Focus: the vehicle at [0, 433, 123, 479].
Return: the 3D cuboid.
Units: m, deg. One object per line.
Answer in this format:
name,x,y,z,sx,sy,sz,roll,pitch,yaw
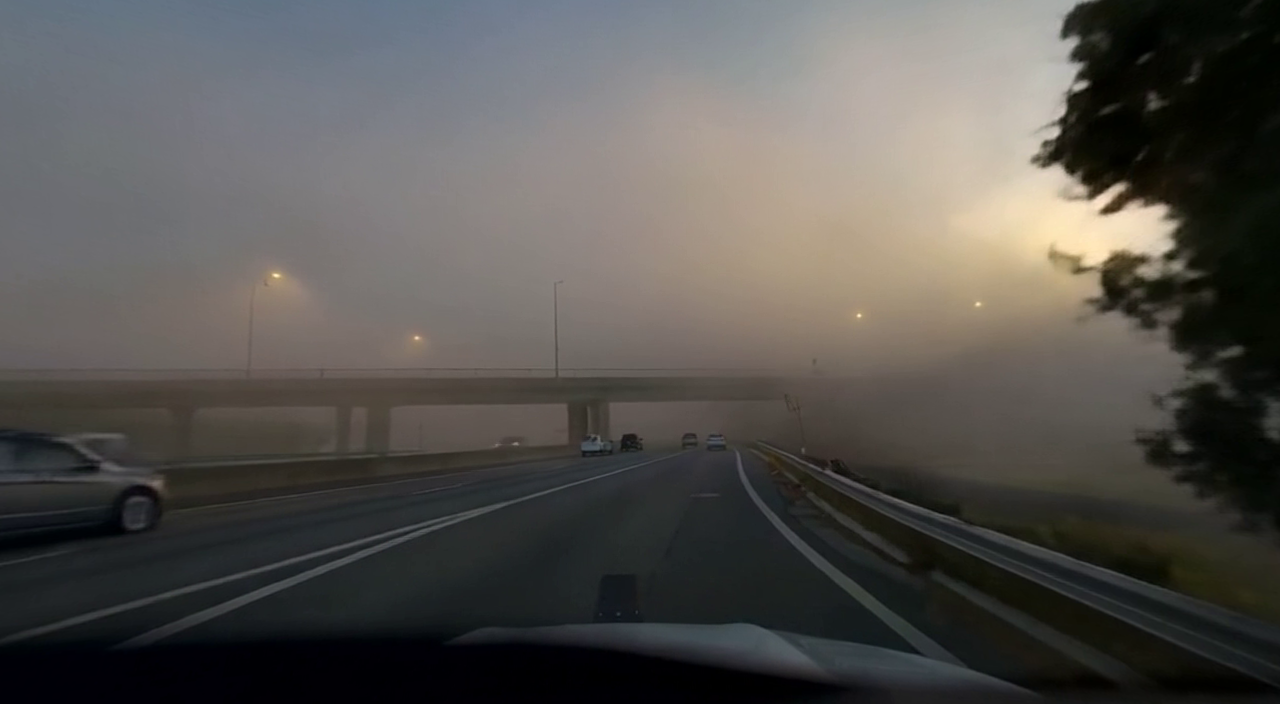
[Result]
vehicle,-26.389,4.567,28.063,2.069,1.855,4.805,-1,-8,8
